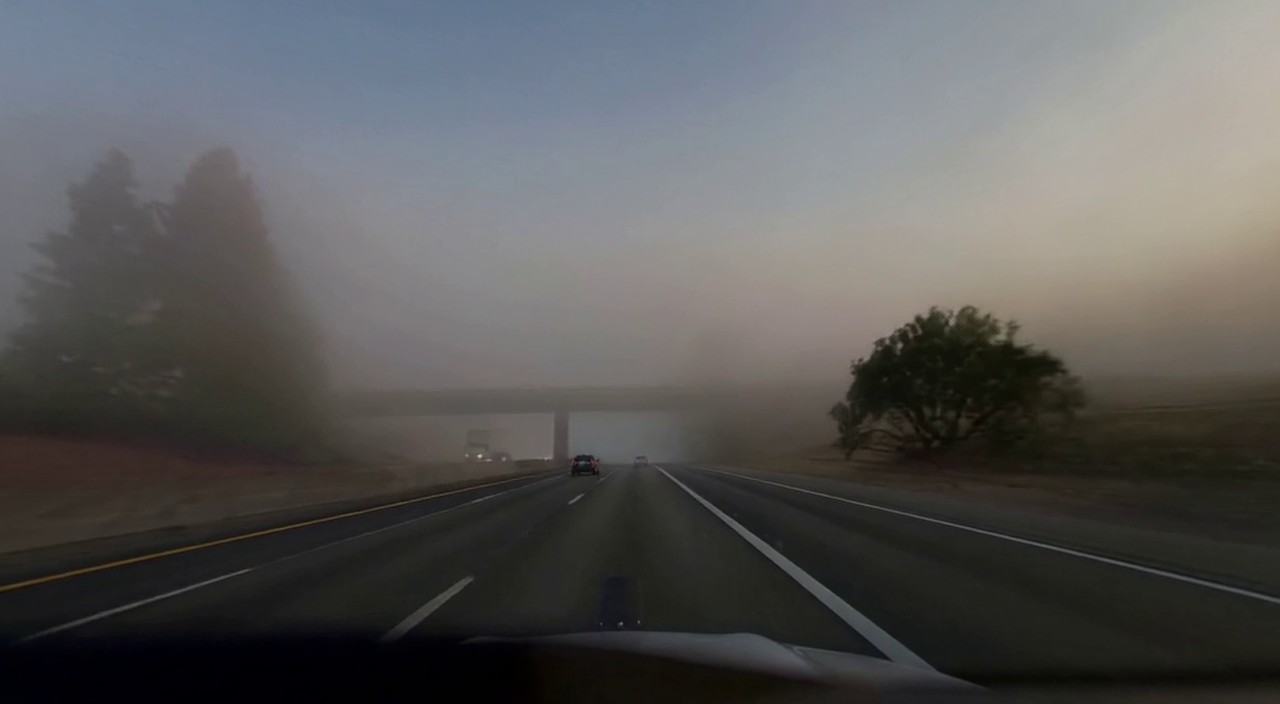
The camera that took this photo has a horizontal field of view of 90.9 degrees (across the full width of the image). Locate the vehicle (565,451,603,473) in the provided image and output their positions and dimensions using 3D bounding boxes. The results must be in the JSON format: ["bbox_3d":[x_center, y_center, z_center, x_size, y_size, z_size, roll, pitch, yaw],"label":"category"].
[{"bbox_3d":[-3.858,7.642,44.053,2.293,1.462,4.452,0,-9,0],"label":"vehicle"}]
